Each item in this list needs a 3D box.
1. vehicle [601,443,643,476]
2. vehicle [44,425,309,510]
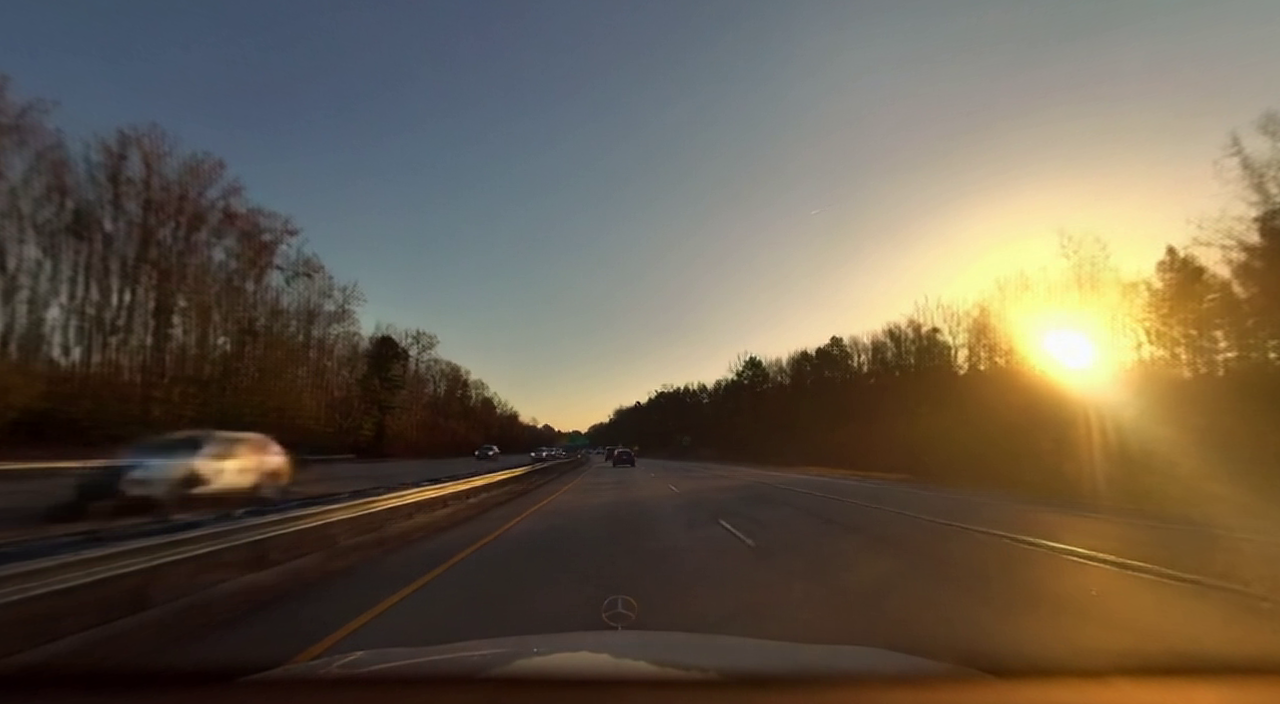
[{"bbox_3d":[-1.017,5.974,34.996,2.151,1.693,4.201,0,-9,-2],"label":"vehicle"},{"bbox_3d":[-9.779,2.485,13.979,2.128,1.510,5.066,0,-9,-1],"label":"vehicle"}]
